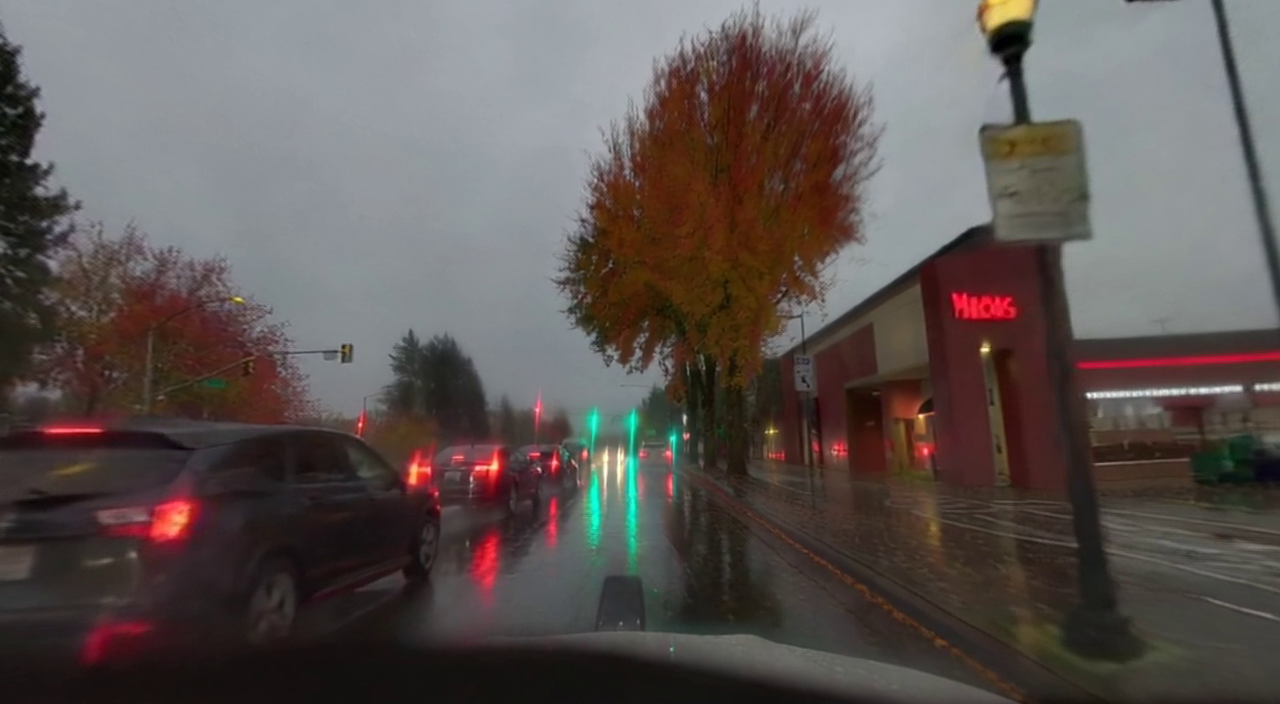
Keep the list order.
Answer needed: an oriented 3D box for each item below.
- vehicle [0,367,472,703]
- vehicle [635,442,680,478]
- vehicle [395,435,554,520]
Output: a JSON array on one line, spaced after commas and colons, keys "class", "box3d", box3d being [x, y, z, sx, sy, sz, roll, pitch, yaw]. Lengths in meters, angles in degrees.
[{"class": "vehicle", "box3d": [-3.108, 1.233, 5.073, 2.165, 1.663, 4.513, 0, -9, 1]}, {"class": "vehicle", "box3d": [0.824, 5.455, 32.047, 2.144, 1.704, 4.028, 0, -9, 0]}, {"class": "vehicle", "box3d": [-3.366, 2.667, 13.989, 2.090, 1.506, 4.823, 0, -9, 1]}]
